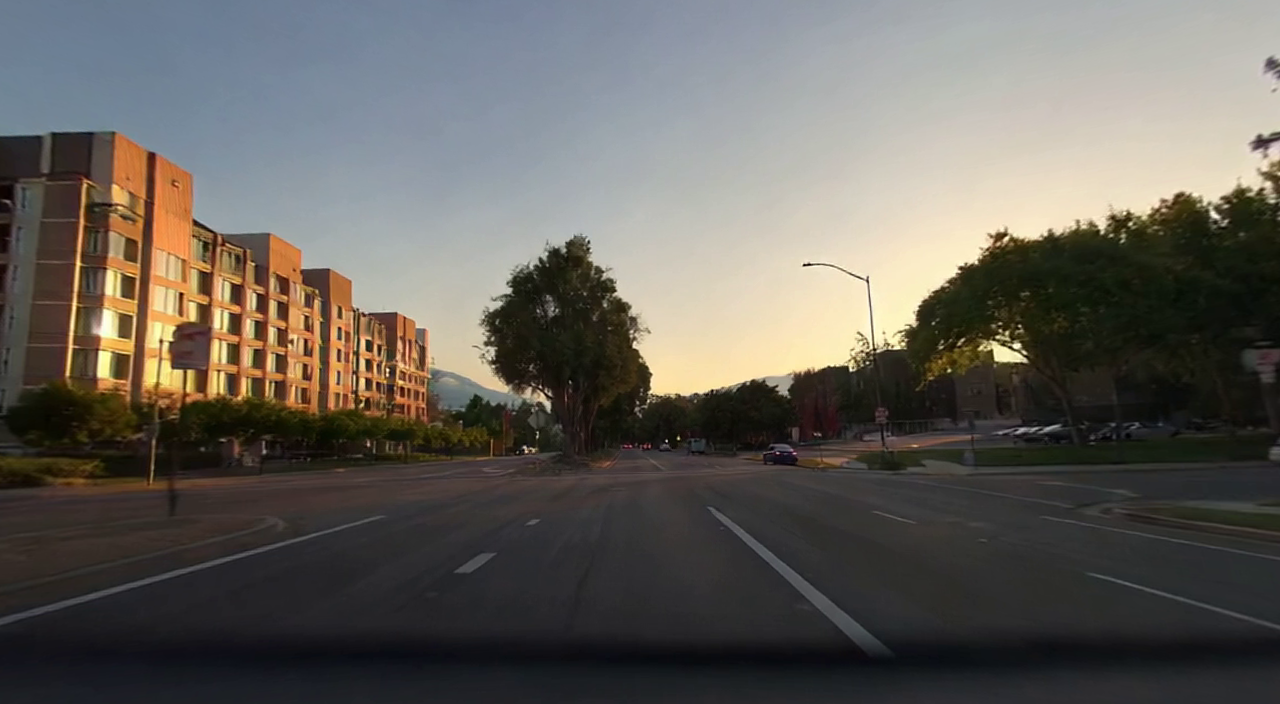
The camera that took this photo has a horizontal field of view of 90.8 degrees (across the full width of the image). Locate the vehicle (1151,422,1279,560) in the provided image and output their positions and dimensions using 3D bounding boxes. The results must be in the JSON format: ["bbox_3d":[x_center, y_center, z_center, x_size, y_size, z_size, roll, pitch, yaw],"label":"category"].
[{"bbox_3d":[9.345,1.736,7.762,2.059,1.768,4.737,0,-9,-1],"label":"vehicle"}]

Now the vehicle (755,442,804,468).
[{"bbox_3d":[10.001,7.393,45.581,2.065,1.732,5.036,1,-9,-4],"label":"vehicle"}]
